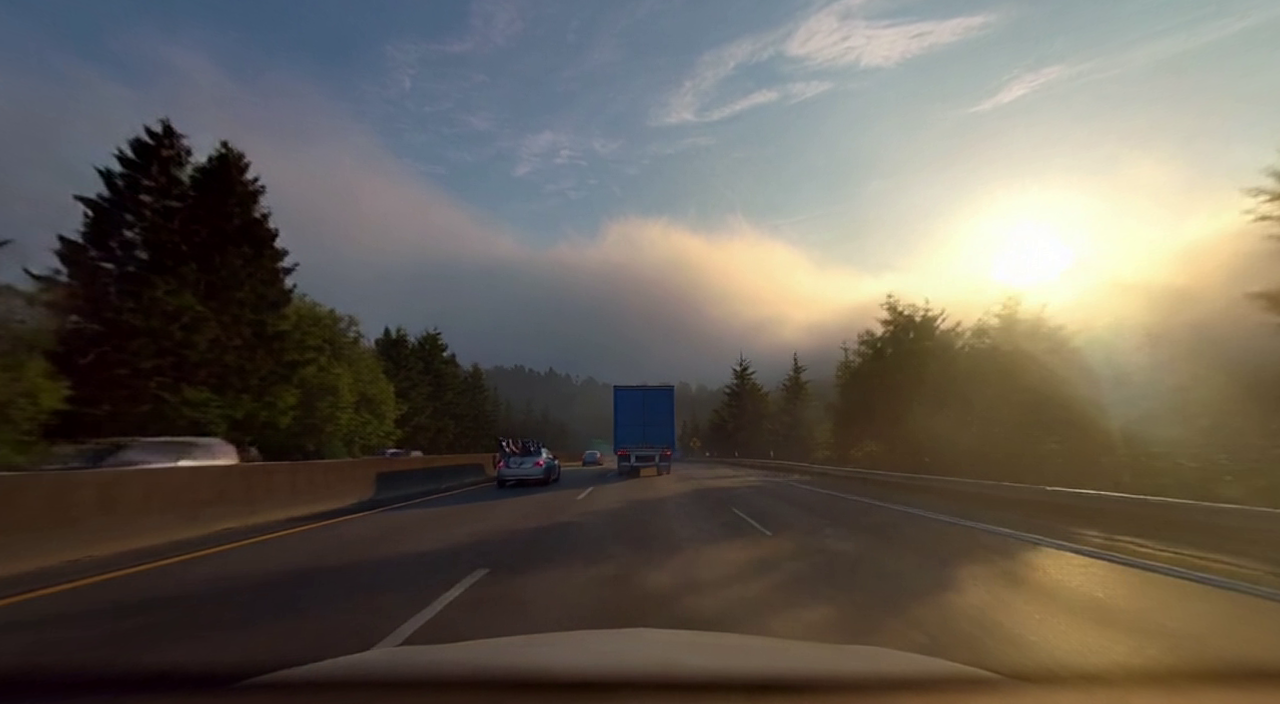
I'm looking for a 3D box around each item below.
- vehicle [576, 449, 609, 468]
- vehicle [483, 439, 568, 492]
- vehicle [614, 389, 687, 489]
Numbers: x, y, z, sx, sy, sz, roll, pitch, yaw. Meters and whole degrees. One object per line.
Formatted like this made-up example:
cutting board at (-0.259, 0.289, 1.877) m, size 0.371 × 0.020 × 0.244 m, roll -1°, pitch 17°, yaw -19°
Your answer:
vehicle at (-3.692, 8.429, 49.972) m, size 2.133 × 1.358 × 4.870 m, roll 0°, pitch -9°, yaw 2°
vehicle at (-3.878, 3.950, 22.262) m, size 2.018 × 1.632 × 4.722 m, roll 0°, pitch -9°, yaw 1°
vehicle at (0.493, 4.110, 29.288) m, size 2.821 × 3.878 × 8.925 m, roll 0°, pitch -9°, yaw 1°
